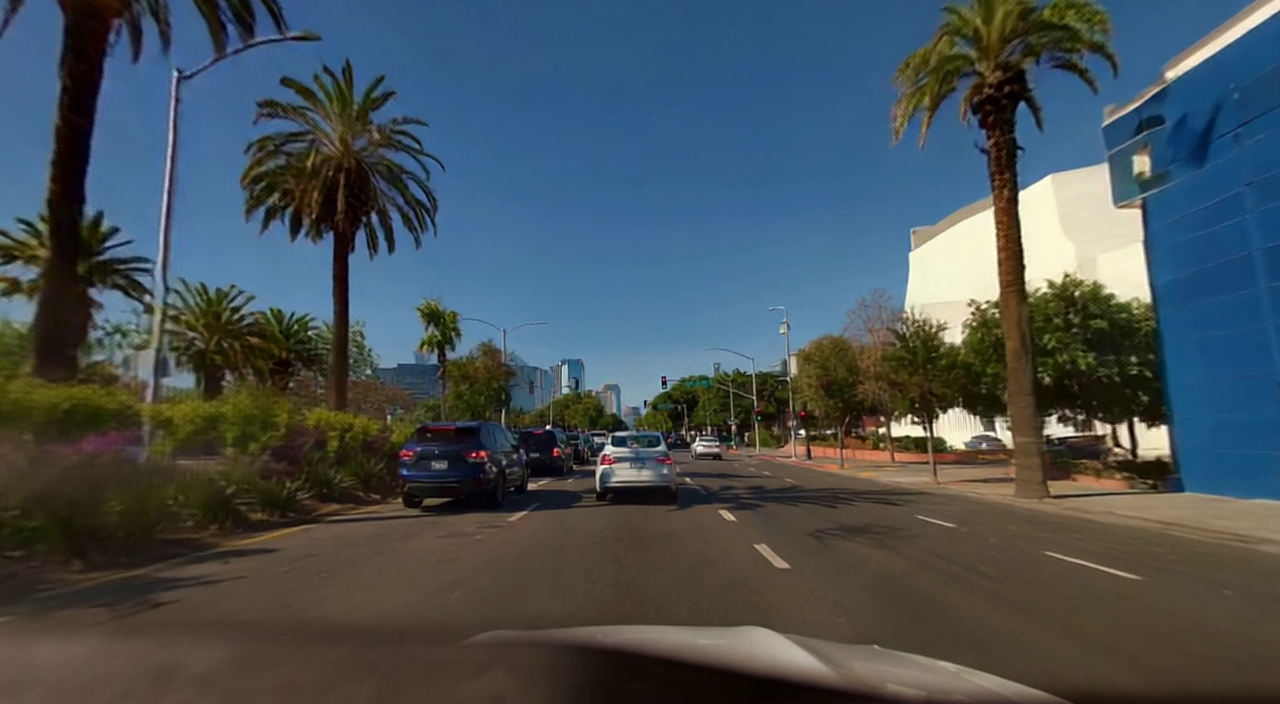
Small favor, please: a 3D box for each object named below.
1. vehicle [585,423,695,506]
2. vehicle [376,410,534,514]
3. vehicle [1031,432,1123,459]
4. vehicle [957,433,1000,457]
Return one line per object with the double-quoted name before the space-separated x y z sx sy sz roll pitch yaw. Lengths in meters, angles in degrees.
"vehicle" -0.015 2.483 14.318 2.114 1.585 4.285 0 -8 -1
"vehicle" -3.486 2.172 12.852 1.914 1.741 4.398 0 -8 -1
"vehicle" 25.418 5.454 36.732 3.914 1.427 1.779 -2 -8 5
"vehicle" 25.853 7.127 48.280 1.882 1.672 3.957 -2 -9 14
